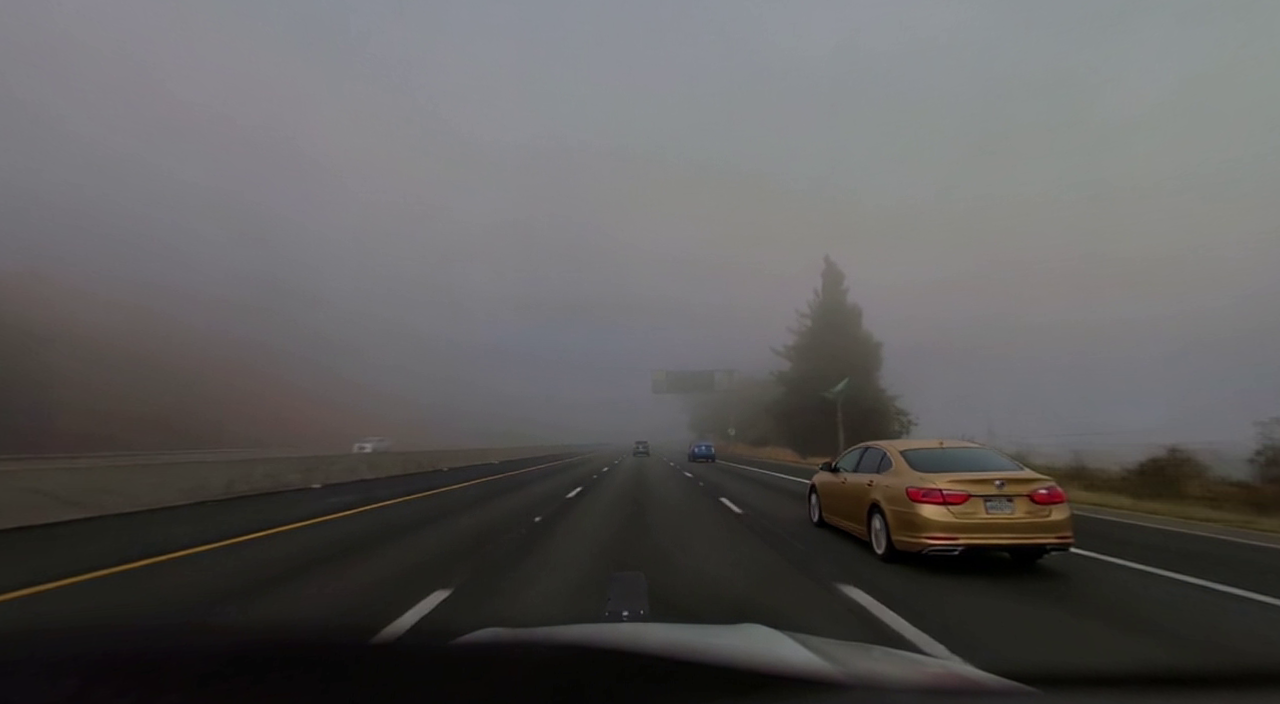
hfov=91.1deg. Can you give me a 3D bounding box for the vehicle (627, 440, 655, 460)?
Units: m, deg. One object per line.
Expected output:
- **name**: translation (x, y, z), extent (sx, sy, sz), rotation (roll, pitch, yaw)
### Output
- **vehicle**: translation (0.043, 7.451, 47.756), extent (2.052, 1.449, 3.857), rotation (0, -8, 0)

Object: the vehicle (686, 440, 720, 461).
- **vehicle**: translation (4.651, 7.352, 47.001), extent (2.008, 1.524, 4.598), rotation (0, -8, -1)
